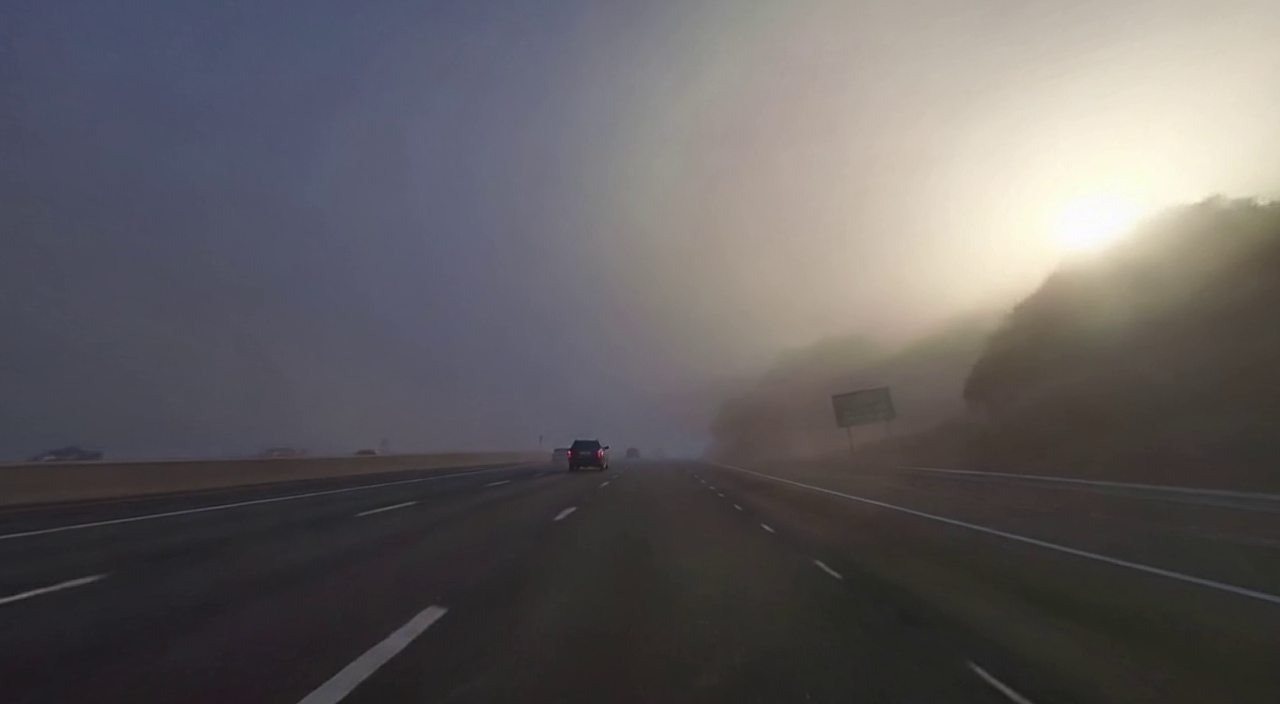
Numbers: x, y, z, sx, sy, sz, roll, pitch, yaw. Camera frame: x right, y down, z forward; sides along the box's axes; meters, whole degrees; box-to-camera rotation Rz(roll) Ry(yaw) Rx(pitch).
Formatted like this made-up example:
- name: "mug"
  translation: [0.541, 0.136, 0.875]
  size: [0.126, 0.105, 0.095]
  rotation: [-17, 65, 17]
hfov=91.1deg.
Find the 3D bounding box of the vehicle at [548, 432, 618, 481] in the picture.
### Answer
- name: "vehicle"
  translation: [-2.318, 4.477, 27.262]
  size: [2.413, 1.896, 5.218]
  rotation: [0, -9, 2]
